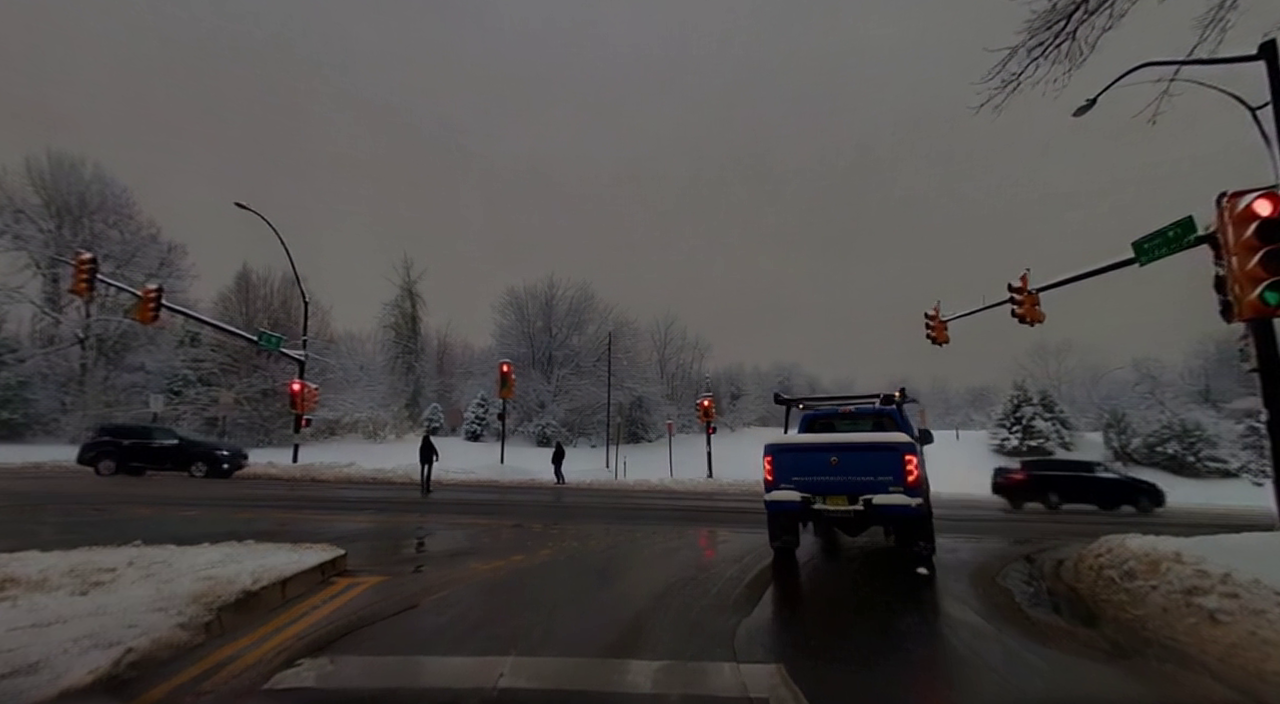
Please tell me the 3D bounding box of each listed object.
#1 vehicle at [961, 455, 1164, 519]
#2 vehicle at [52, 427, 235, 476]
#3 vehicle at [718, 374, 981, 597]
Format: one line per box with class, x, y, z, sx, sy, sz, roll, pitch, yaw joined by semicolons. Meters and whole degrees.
vehicle;12.453;3.961;18.766;4.695;1.729;2.067;1;-9;-7
vehicle;-17.201;3.482;22.082;4.750;1.525;1.964;7;-11;-39
vehicle;3.407;1.915;10.171;2.851;2.400;5.978;-3;-9;21
